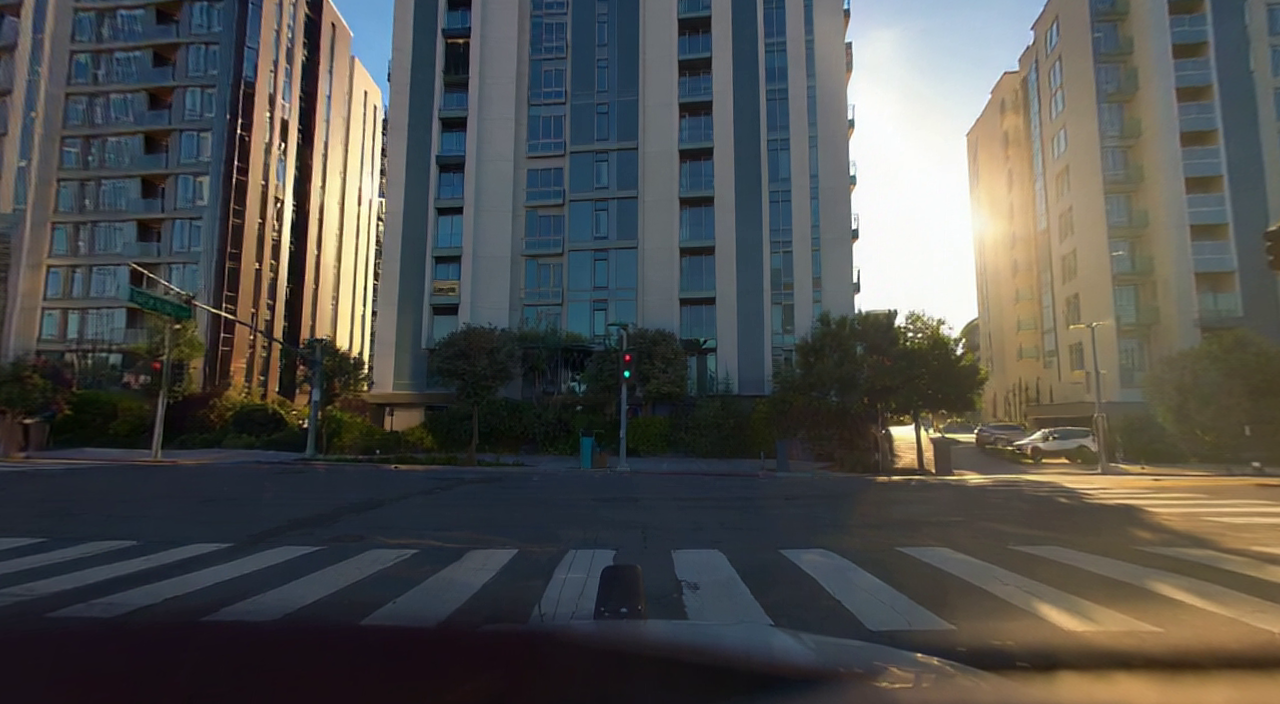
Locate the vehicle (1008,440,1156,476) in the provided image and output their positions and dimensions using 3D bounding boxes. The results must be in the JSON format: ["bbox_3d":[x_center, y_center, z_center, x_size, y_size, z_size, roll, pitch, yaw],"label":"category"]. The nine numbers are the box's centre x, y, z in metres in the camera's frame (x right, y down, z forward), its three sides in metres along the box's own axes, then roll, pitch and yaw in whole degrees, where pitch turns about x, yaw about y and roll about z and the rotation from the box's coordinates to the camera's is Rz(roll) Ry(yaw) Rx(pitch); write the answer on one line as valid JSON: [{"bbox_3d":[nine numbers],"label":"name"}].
[{"bbox_3d":[18.585,4.464,26.692,4.823,1.458,1.914,0,-9,-1],"label":"vehicle"}]
